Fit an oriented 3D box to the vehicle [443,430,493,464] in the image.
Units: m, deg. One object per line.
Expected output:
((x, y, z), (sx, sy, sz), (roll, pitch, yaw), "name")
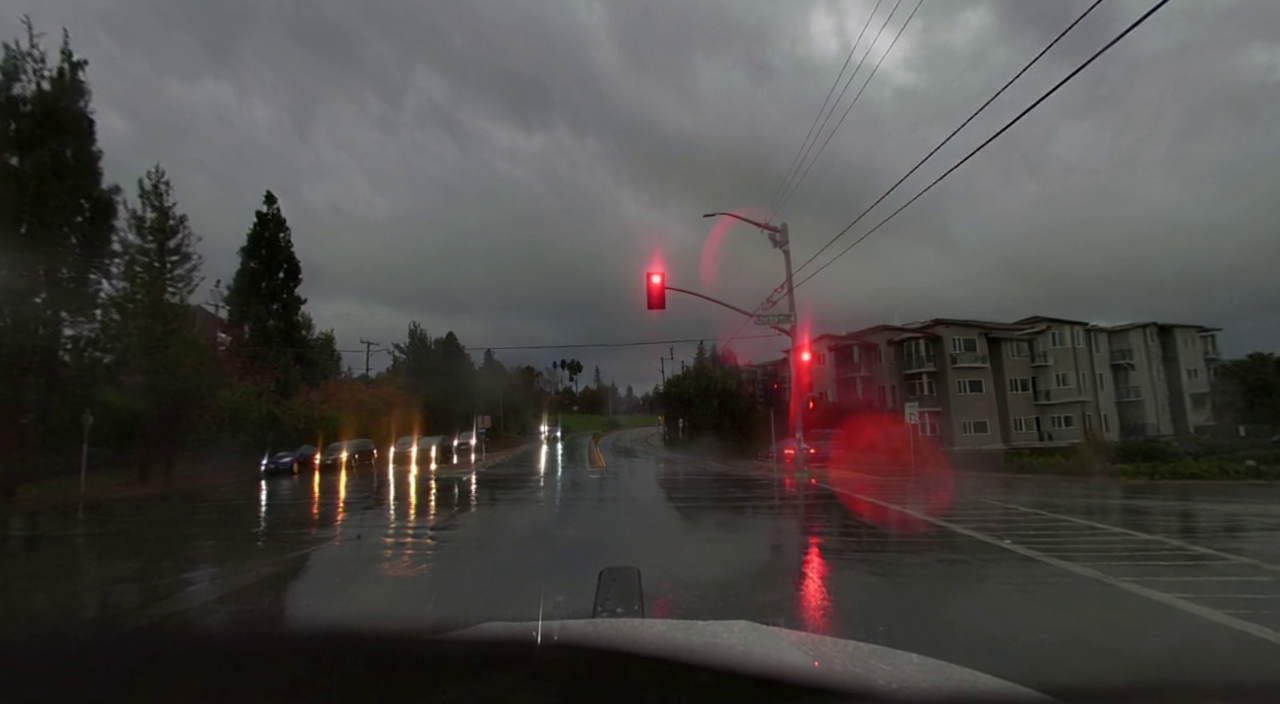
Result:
((-9.768, 5.456, 36.188), (1.910, 1.818, 4.057), (0, -9, -3), "vehicle")

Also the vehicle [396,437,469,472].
((-9.660, 4.802, 29.799), (2.116, 1.521, 4.294), (0, -9, -2), "vehicle")

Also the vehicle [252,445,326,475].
((-21.049, 6.471, 38.107), (1.981, 1.628, 4.336), (0, -9, -1), "vehicle")
